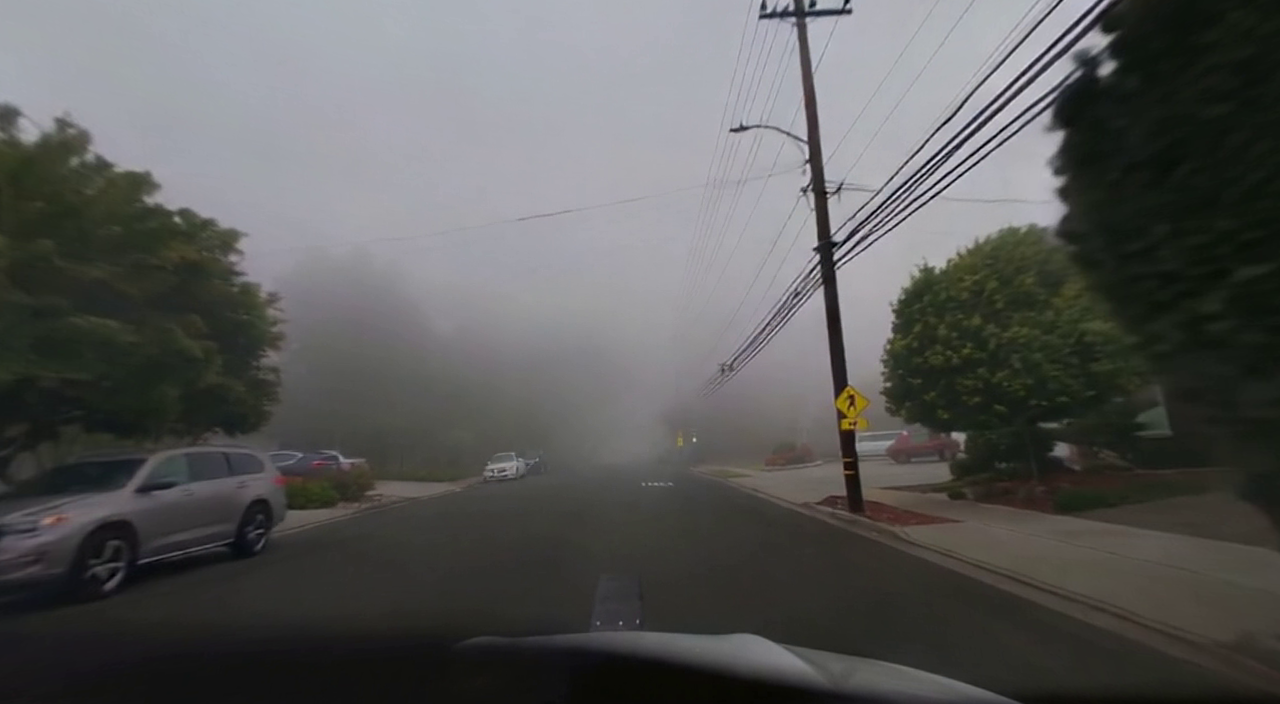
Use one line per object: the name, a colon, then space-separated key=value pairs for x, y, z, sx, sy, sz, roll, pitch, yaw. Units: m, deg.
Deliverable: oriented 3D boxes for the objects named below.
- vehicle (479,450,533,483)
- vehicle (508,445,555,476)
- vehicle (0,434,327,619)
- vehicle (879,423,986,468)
vehicle: x=-7.129 y=6.119 z=34.056 sx=2.041 sy=1.587 sz=3.920 roll=-1 pitch=-9 yaw=0
vehicle: x=-7.131 y=7.169 z=41.959 sx=2.135 sy=1.787 sz=4.452 roll=-4 pitch=-9 yaw=1
vehicle: x=-6.751 y=2.119 z=8.793 sx=2.162 sy=1.757 sz=5.201 roll=-2 pitch=-9 yaw=0
vehicle: x=13.414 y=4.297 z=29.036 sx=4.145 sy=1.767 sz=1.880 roll=-9 pitch=-10 yaw=30
